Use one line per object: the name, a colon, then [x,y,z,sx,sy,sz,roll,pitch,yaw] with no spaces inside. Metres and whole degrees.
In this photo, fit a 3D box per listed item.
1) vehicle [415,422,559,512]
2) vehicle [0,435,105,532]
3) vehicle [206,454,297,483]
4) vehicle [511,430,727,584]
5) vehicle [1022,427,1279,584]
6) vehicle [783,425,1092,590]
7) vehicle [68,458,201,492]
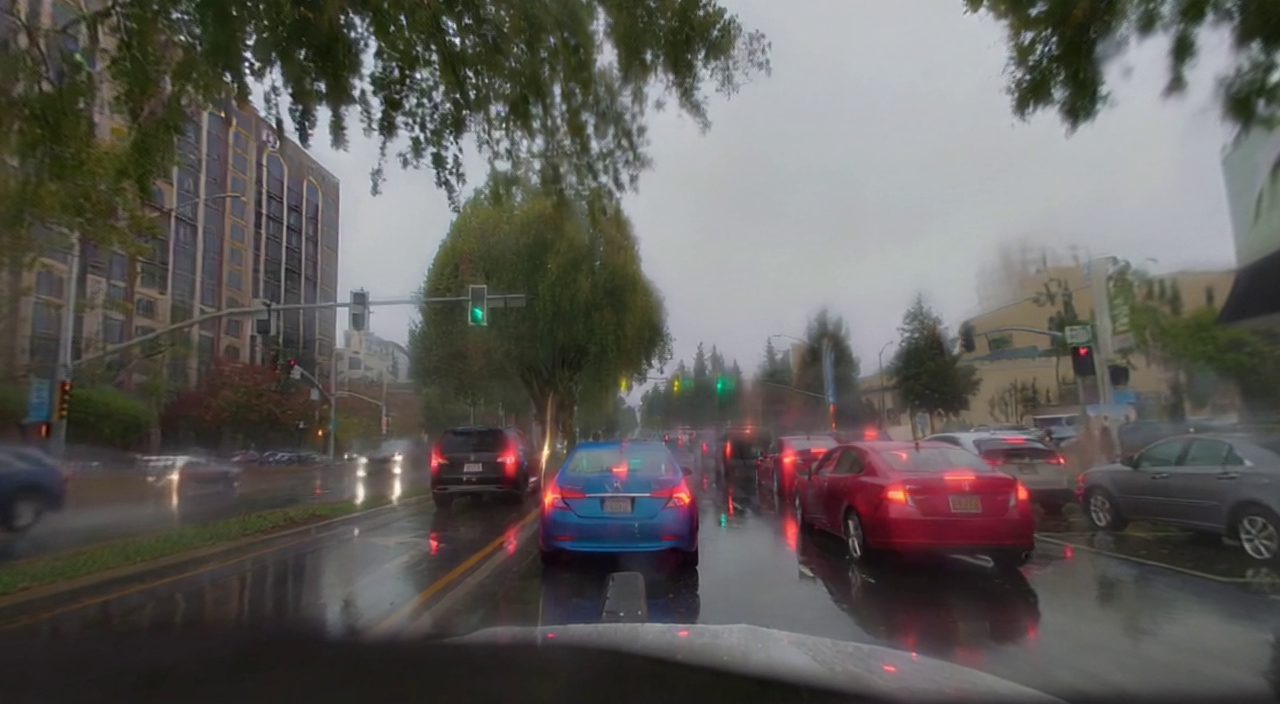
vehicle: [-3.433,2.709,15.399,2.160,1.823,5.115,0,-8,1]
vehicle: [-12.390,2.334,11.153,1.959,1.704,4.410,0,-8,0]
vehicle: [-23.438,7.019,38.267,4.238,1.671,1.898,2,-9,-13]
vehicle: [-0.175,1.800,8.161,2.098,1.477,3.897,0,-8,1]
vehicle: [7.197,1.737,7.826,2.004,1.508,4.646,0,-8,0]
vehicle: [3.239,1.756,8.008,2.020,1.513,4.120,0,-8,2]
vehicle: [-25.236,6.141,31.753,4.679,1.488,2.052,2,-9,-13]
